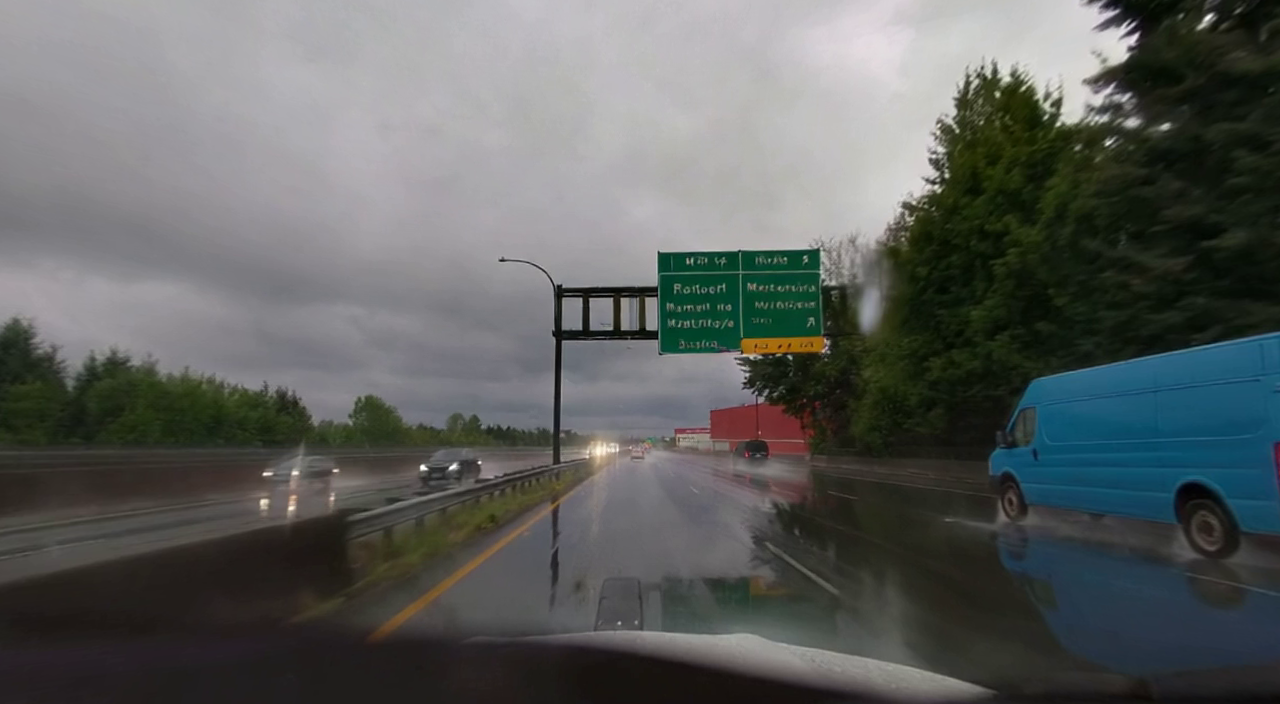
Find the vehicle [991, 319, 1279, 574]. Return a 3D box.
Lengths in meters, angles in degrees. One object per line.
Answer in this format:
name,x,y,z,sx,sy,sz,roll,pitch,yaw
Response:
vehicle,7.791,1.301,8.607,2.283,2.631,6.053,0,-9,-1

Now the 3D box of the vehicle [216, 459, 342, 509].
vehicle,-12.090,4.415,21.417,1.821,1.433,4.166,0,-9,-1

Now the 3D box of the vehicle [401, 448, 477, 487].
vehicle,-8.569,4.932,27.157,1.932,1.518,4.068,0,-9,0

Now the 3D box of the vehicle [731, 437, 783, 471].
vehicle,7.128,6.275,38.831,2.156,1.943,5.010,0,-9,-1
